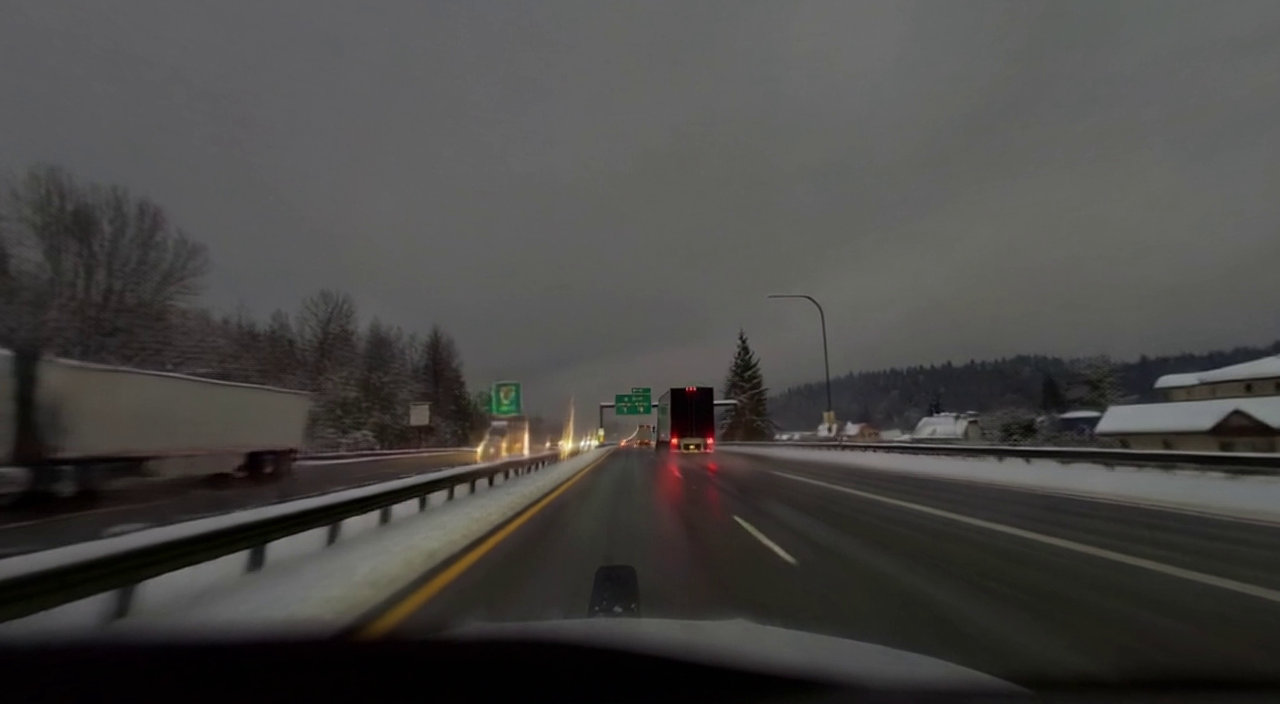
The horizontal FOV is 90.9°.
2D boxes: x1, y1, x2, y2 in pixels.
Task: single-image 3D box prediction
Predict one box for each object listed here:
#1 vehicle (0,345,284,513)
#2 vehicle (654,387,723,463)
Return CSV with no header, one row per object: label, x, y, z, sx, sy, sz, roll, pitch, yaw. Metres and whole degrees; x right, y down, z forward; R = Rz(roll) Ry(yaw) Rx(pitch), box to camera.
vehicle,-17.466,2.659,21.082,3.090,4.123,13.984,0,-8,-1
vehicle,2.693,4.785,40.087,2.954,3.995,13.335,0,-8,-2
